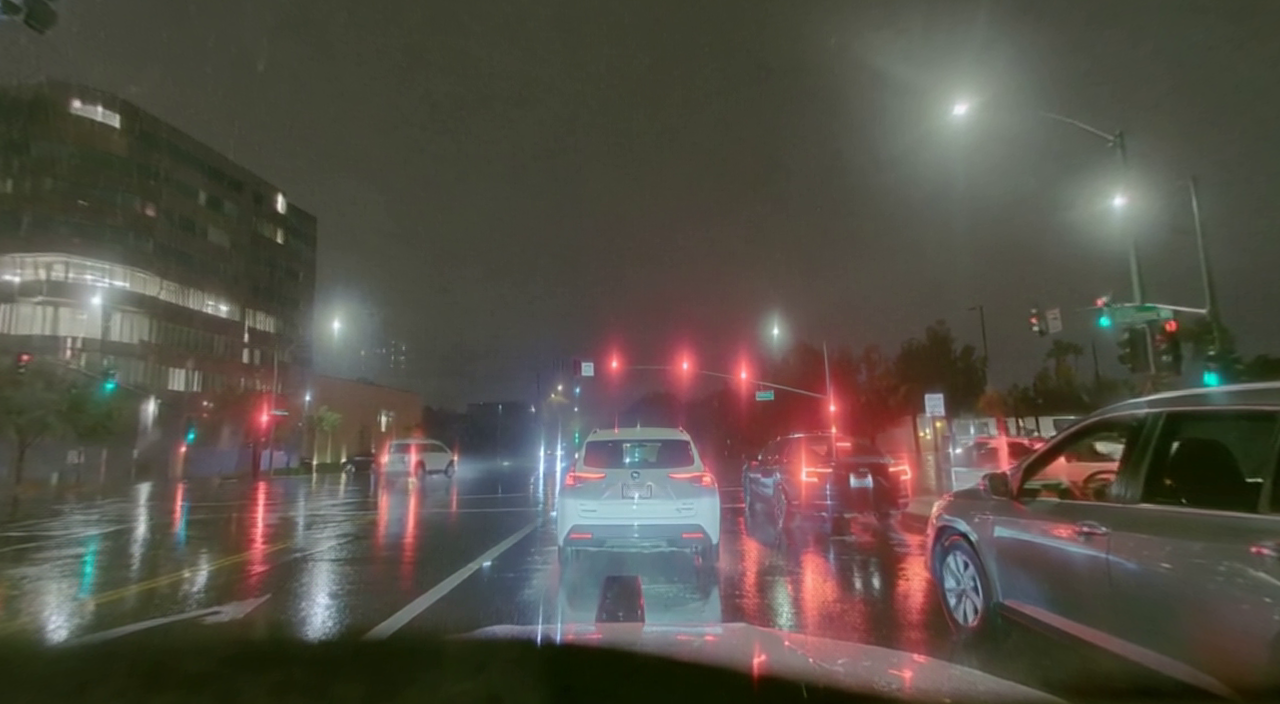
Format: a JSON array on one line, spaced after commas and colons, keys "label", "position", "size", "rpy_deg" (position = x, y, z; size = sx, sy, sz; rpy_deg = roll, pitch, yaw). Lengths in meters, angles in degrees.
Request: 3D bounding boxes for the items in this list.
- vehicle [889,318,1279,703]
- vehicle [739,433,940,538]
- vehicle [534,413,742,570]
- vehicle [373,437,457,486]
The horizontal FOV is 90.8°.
[{"label": "vehicle", "position": [3.007, 0.860, 2.649], "size": [2.103, 1.701, 4.294], "rpy_deg": [0, -8, -1]}, {"label": "vehicle", "position": [3.153, 2.202, 11.125], "size": [2.001, 1.463, 4.398], "rpy_deg": [0, -8, -2]}, {"label": "vehicle", "position": [-0.069, 1.775, 8.742], "size": [2.188, 1.637, 4.027], "rpy_deg": [0, -8, -2]}, {"label": "vehicle", "position": [-9.484, 4.527, 26.446], "size": [2.021, 1.837, 4.448], "rpy_deg": [6, -11, -36]}]
